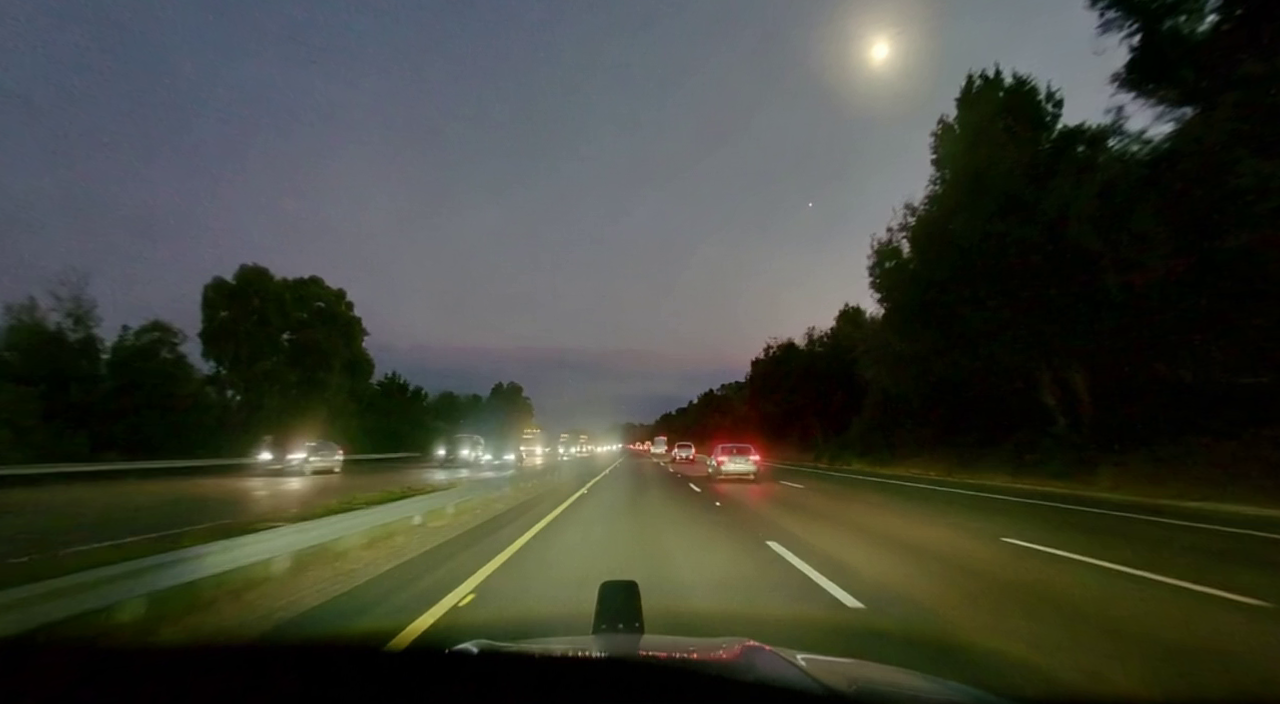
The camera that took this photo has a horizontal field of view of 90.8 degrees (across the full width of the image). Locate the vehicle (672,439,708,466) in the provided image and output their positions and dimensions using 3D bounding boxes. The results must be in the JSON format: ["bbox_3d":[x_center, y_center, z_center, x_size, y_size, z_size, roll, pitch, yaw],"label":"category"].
[{"bbox_3d":[3.456,7.127,44.794,2.070,1.751,4.576,0,-9,-2],"label":"vehicle"}]

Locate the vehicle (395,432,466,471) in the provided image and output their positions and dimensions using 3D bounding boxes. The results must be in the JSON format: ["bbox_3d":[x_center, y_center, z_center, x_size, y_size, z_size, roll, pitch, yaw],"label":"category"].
[{"bbox_3d":[-11.645,5.585,35.466,2.234,1.981,5.152,0,-9,0],"label":"vehicle"}]

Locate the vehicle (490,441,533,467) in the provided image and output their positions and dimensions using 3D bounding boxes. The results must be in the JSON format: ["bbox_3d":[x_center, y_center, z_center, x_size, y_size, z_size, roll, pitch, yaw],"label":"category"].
[{"bbox_3d":[-8.107,6.490,40.252,1.891,1.529,4.218,0,-9,0],"label":"vehicle"}]

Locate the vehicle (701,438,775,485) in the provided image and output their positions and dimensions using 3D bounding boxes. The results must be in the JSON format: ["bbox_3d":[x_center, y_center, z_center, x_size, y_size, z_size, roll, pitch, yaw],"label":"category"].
[{"bbox_3d":[3.593,4.110,23.861,2.023,1.603,4.159,0,-9,-2],"label":"vehicle"}]

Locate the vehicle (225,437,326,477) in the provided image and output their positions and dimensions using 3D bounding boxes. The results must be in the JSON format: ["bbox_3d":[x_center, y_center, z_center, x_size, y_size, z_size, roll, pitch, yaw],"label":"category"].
[{"bbox_3d":[-16.524,4.779,28.891,1.922,1.695,4.498,0,-9,0],"label":"vehicle"}]
